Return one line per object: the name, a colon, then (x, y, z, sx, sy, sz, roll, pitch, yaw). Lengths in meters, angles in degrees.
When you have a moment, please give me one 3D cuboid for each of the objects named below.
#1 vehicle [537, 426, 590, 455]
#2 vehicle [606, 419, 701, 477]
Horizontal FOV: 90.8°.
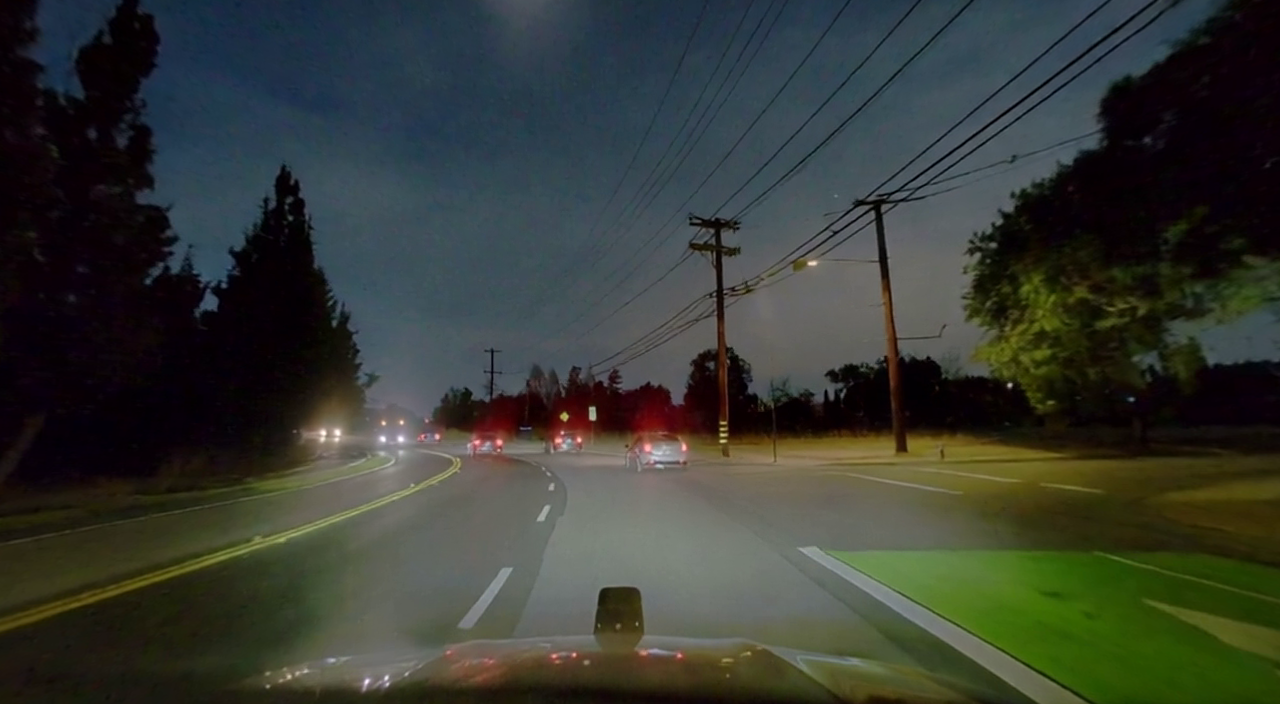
vehicle: (-4.866, 5.557, 39.573, 2.075, 1.699, 4.520, 4, -9, -23)
vehicle: (0.326, 3.338, 22.173, 2.140, 1.767, 4.720, 2, -8, -14)
